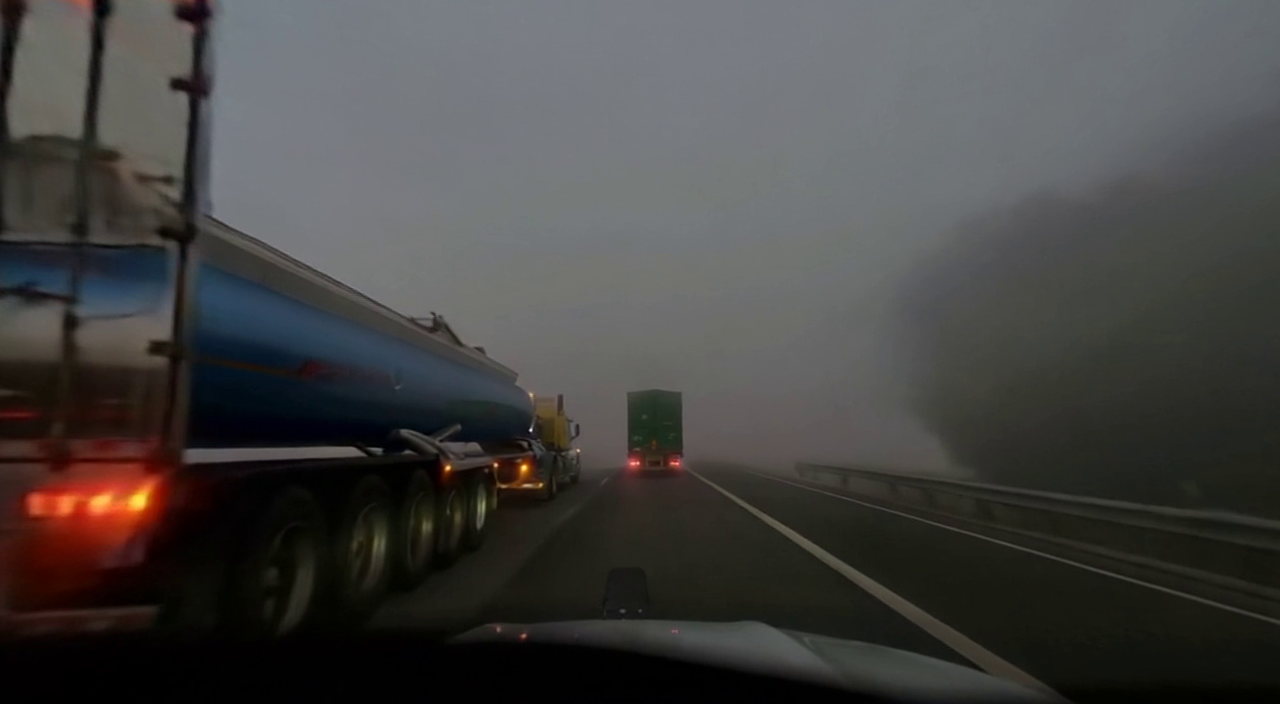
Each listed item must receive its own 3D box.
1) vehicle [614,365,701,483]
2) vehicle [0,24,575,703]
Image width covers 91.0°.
[{"bbox_3d":[0.664,3.291,27.171,2.942,4.003,11.297,0,-9,1],"label":"vehicle"},{"bbox_3d":[-3.678,1.200,11.831,3.267,3.655,17.154,0,-9,-1],"label":"vehicle"}]
